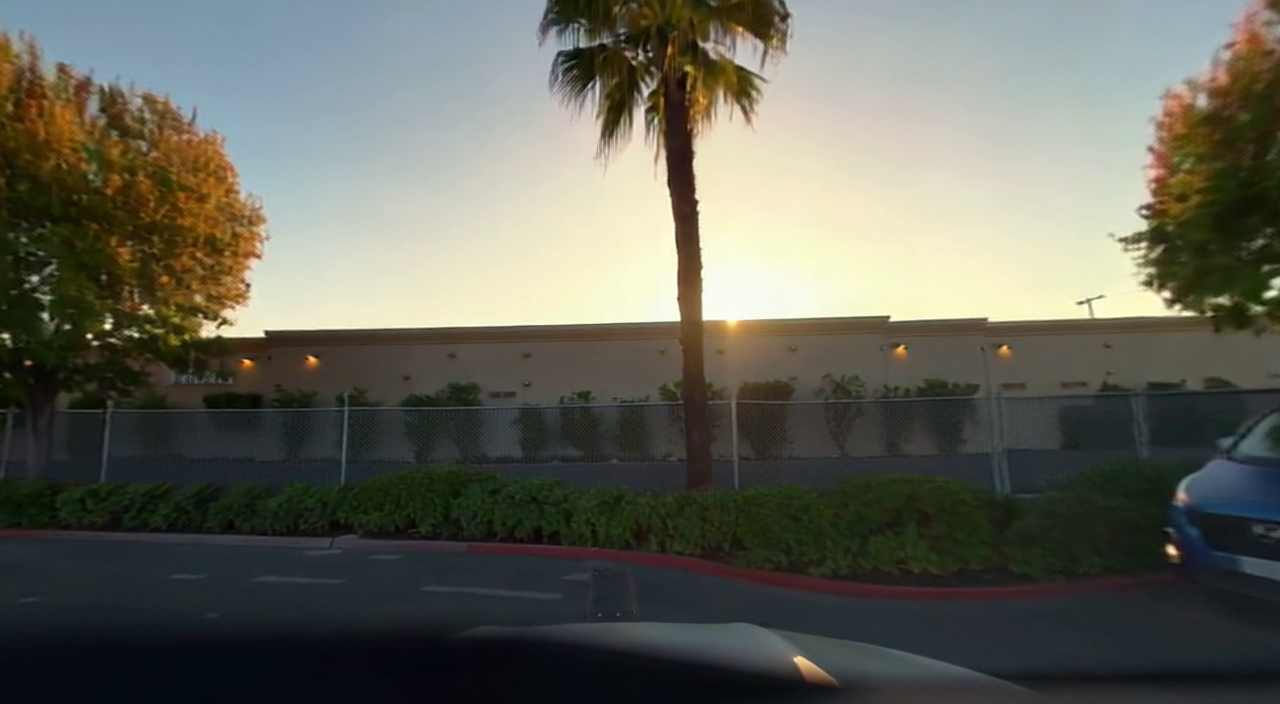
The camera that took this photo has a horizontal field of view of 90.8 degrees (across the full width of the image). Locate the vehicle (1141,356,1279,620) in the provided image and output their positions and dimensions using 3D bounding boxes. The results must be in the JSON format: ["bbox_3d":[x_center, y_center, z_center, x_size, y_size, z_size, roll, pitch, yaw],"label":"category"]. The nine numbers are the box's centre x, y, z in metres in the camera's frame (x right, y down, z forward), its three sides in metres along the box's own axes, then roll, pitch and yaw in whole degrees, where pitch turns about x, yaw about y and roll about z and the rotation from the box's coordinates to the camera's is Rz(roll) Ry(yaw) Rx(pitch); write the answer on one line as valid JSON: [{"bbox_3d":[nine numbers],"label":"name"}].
[{"bbox_3d":[6.534,0.952,4.699,4.365,1.791,2.073,1,-7,-15],"label":"vehicle"}]
